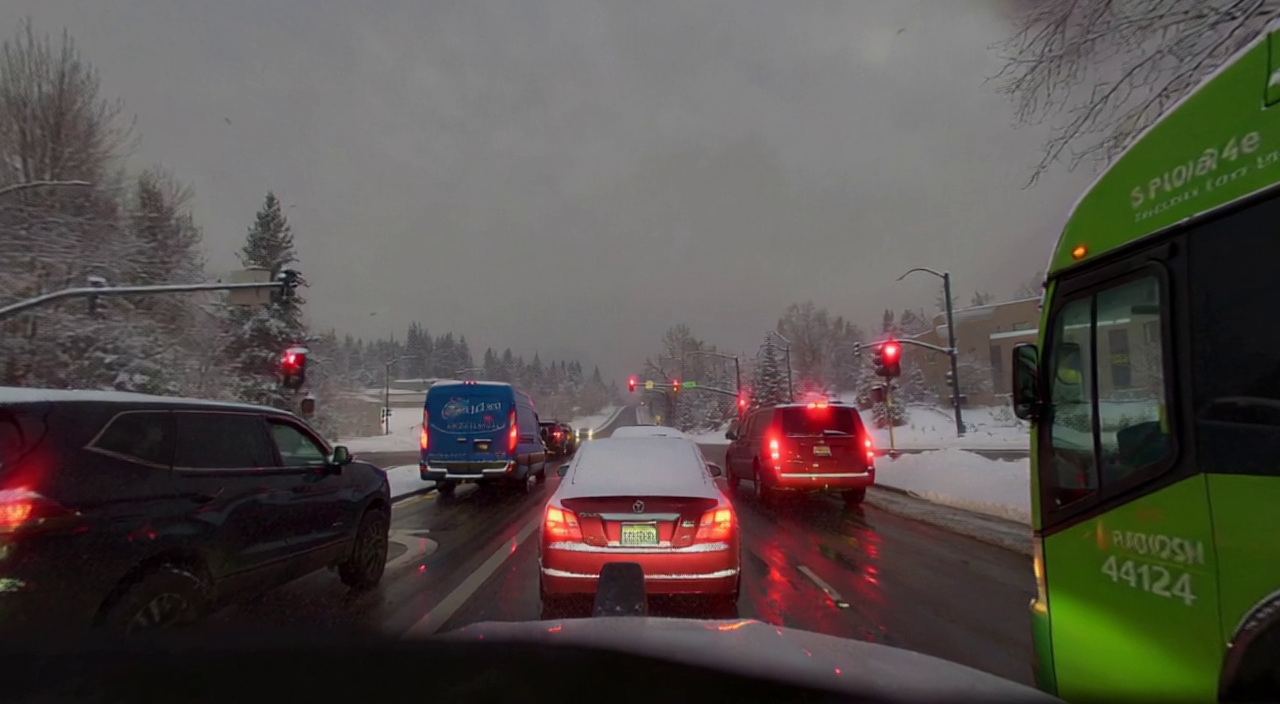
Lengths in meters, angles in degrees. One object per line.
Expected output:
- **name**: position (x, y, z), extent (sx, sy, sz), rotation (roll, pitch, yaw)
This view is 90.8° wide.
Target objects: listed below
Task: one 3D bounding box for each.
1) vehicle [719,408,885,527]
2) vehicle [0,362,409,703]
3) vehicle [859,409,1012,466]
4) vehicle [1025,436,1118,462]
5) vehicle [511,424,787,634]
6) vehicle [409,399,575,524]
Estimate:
- **vehicle**: position (3.142, 2.398, 13.666), extent (2.143, 2.036, 5.367), rotation (0, -8, 0)
- **vehicle**: position (-3.411, 1.181, 4.627), extent (1.921, 1.701, 3.989), rotation (0, -8, 0)
- **vehicle**: position (17.584, 5.138, 37.926), extent (7.839, 3.213, 2.628), rotation (0, -8, -3)
- **vehicle**: position (25.878, 5.819, 37.988), extent (4.229, 1.489, 1.794), rotation (0, -9, -1)
- **vehicle**: position (0.061, 1.548, 6.427), extent (1.976, 1.485, 3.624), rotation (0, -8, 0)
- **vehicle**: position (-2.929, 2.354, 13.987), extent (2.335, 2.221, 5.165), rotation (0, -8, 1)
